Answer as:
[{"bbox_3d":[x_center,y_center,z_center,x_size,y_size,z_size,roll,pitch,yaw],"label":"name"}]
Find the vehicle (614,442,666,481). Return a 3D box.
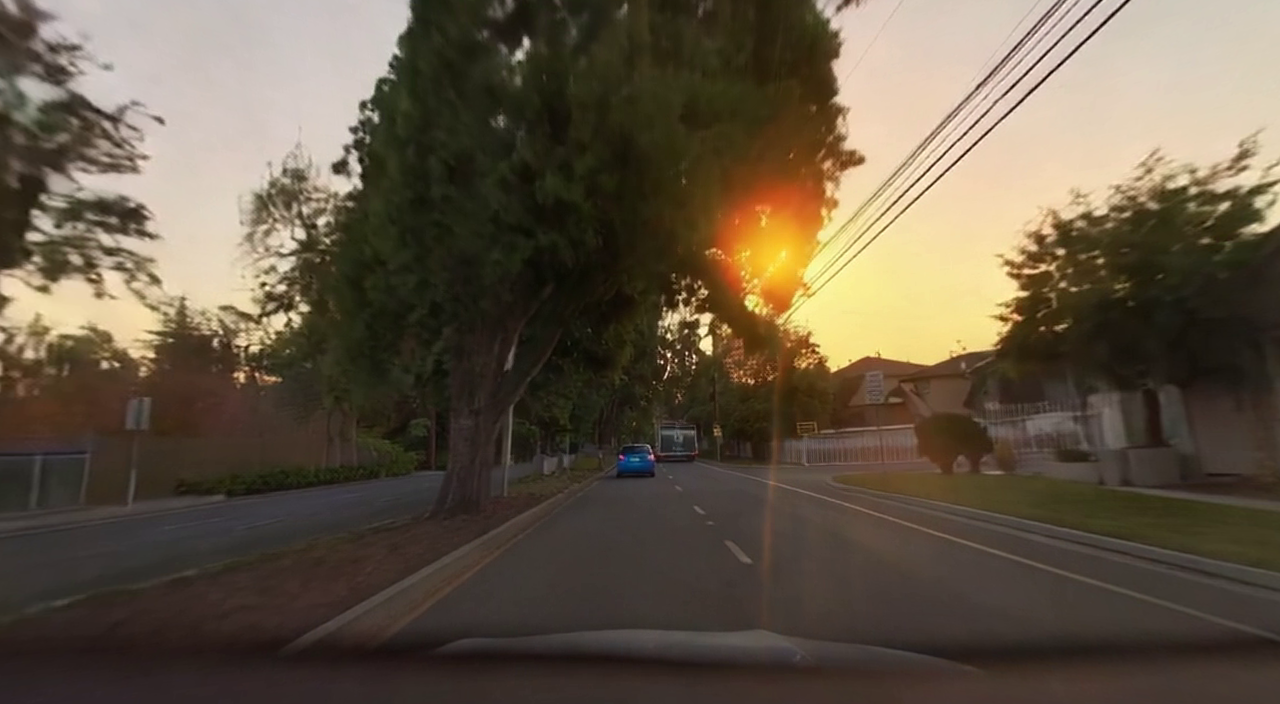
[{"bbox_3d":[-0.035,4.584,26.673,2.018,1.511,3.993,0,-8,-1],"label":"vehicle"}]
